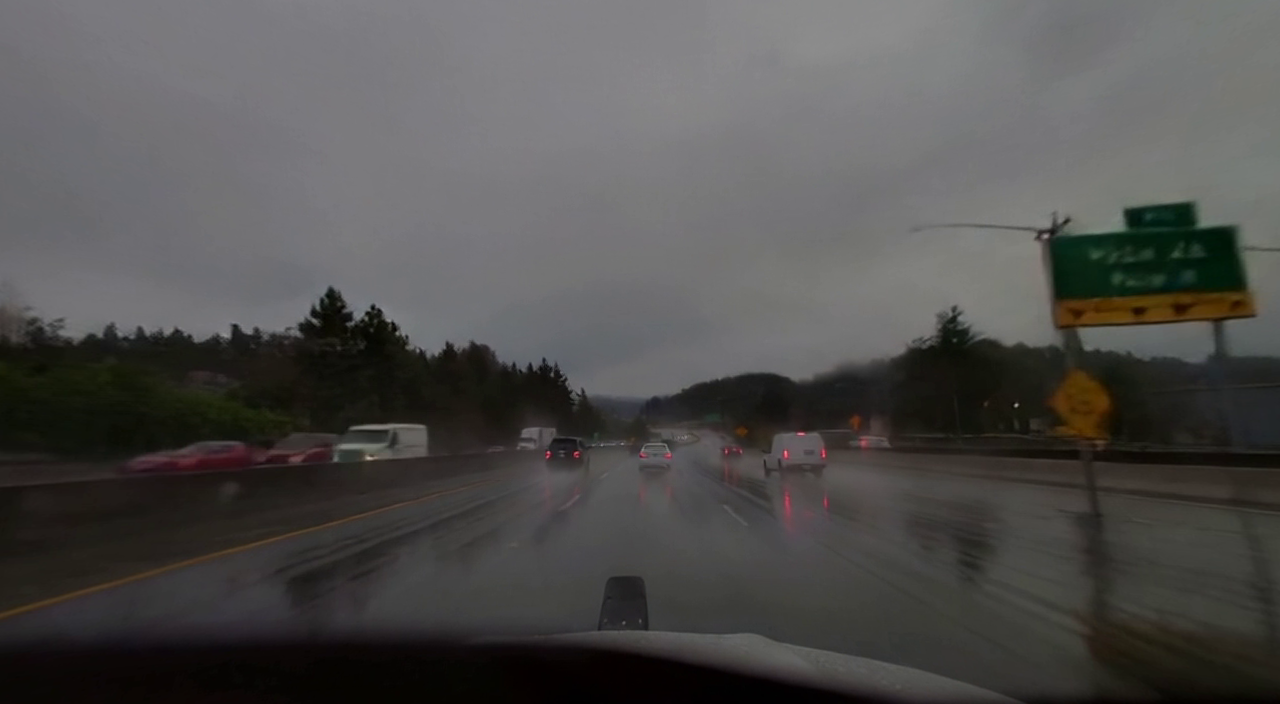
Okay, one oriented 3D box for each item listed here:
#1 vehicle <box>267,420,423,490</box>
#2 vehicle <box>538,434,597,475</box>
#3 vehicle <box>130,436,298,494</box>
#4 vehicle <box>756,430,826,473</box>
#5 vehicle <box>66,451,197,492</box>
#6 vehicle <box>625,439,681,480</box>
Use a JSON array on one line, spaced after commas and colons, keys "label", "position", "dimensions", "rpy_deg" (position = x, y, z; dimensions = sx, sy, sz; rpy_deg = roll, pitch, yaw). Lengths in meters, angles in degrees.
[{"label": "vehicle", "position": [-9.078, 3.236, 20.157], "dimensions": [2.251, 1.900, 5.551], "rpy_deg": [0, -8, 0]}, {"label": "vehicle", "position": [-3.279, 4.733, 29.377], "dimensions": [2.140, 1.720, 4.410], "rpy_deg": [0, -8, 1]}, {"label": "vehicle", "position": [-15.596, 4.138, 23.661], "dimensions": [2.186, 1.863, 5.744], "rpy_deg": [0, -8, 1]}, {"label": "vehicle", "position": [7.235, 4.842, 30.824], "dimensions": [2.094, 1.916, 5.099], "rpy_deg": [0, -8, 0]}, {"label": "vehicle", "position": [-22.787, 5.328, 28.560], "dimensions": [1.982, 1.657, 4.761], "rpy_deg": [0, -8, 0]}, {"label": "vehicle", "position": [0.487, 4.273, 25.305], "dimensions": [2.071, 1.464, 4.162], "rpy_deg": [0, -8, 0]}]
